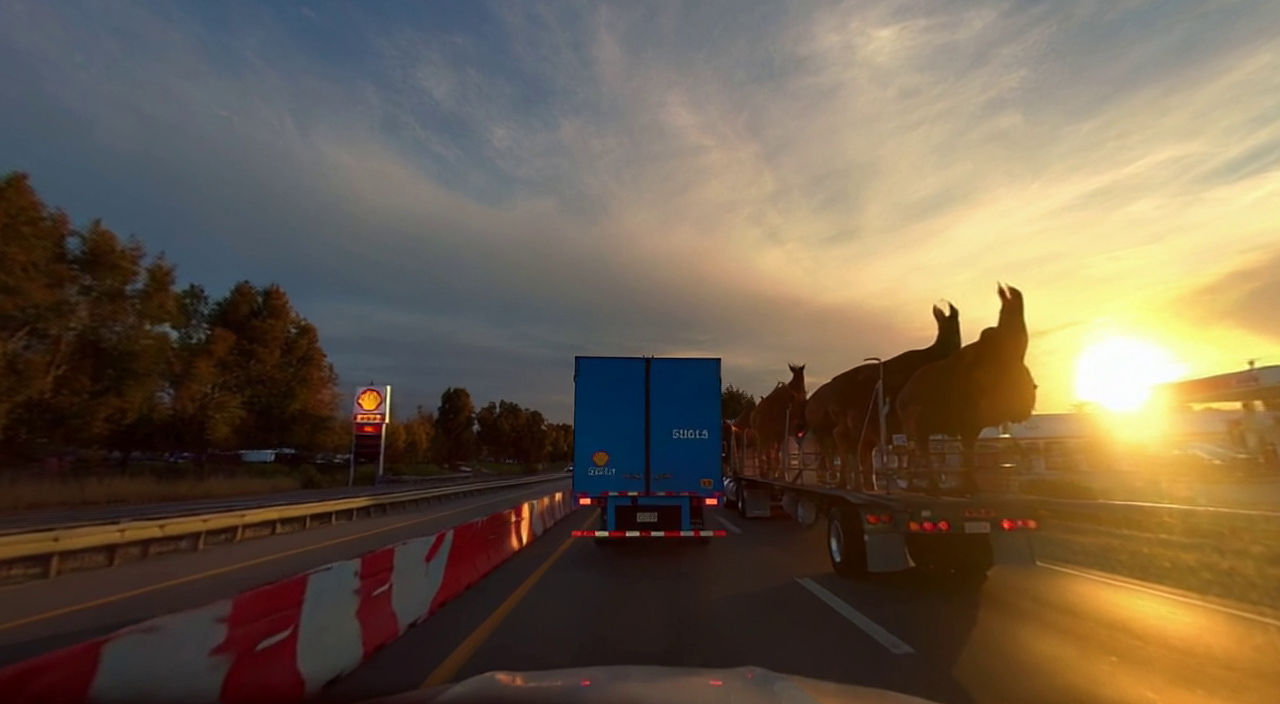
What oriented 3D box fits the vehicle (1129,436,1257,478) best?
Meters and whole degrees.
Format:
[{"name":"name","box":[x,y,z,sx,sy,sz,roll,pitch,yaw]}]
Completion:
[{"name":"vehicle","box":[24.804,4.771,28.483,1.919,1.722,4.024,1,-10,-3]}]

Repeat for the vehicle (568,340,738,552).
[{"name":"vehicle","box":[0.194,2.224,14.263,2.618,3.306,8.676,1,-10,0]}]

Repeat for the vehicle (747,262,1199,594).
[{"name":"vehicle","box":[4.393,1.618,11.658,2.936,3.640,9.443,1,-10,-1]}]
